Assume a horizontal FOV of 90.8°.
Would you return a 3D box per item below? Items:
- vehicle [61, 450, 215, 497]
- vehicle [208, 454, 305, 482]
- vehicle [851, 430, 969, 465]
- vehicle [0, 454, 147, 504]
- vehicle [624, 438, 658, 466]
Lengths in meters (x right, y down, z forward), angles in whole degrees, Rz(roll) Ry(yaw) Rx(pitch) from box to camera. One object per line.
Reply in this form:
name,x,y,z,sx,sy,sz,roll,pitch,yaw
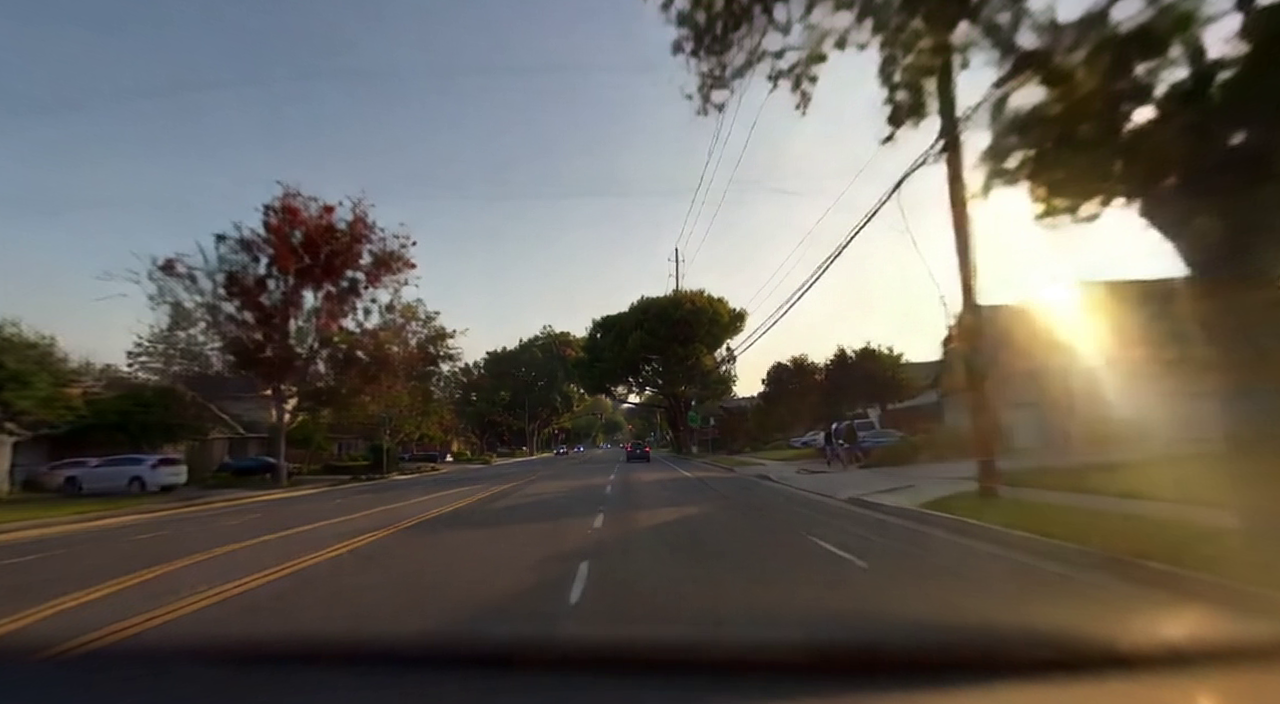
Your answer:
vehicle,-21.284,5.132,26.939,4.766,1.873,2.008,0,-9,0
vehicle,-22.306,6.751,36.868,4.363,1.503,1.859,0,-9,-3
vehicle,11.982,4.252,28.256,4.415,1.467,1.865,0,-8,1
vehicle,-21.351,4.722,23.639,4.206,1.721,1.807,0,-9,0
vehicle,-0.010,6.863,43.605,2.215,1.799,4.426,0,-9,-2
